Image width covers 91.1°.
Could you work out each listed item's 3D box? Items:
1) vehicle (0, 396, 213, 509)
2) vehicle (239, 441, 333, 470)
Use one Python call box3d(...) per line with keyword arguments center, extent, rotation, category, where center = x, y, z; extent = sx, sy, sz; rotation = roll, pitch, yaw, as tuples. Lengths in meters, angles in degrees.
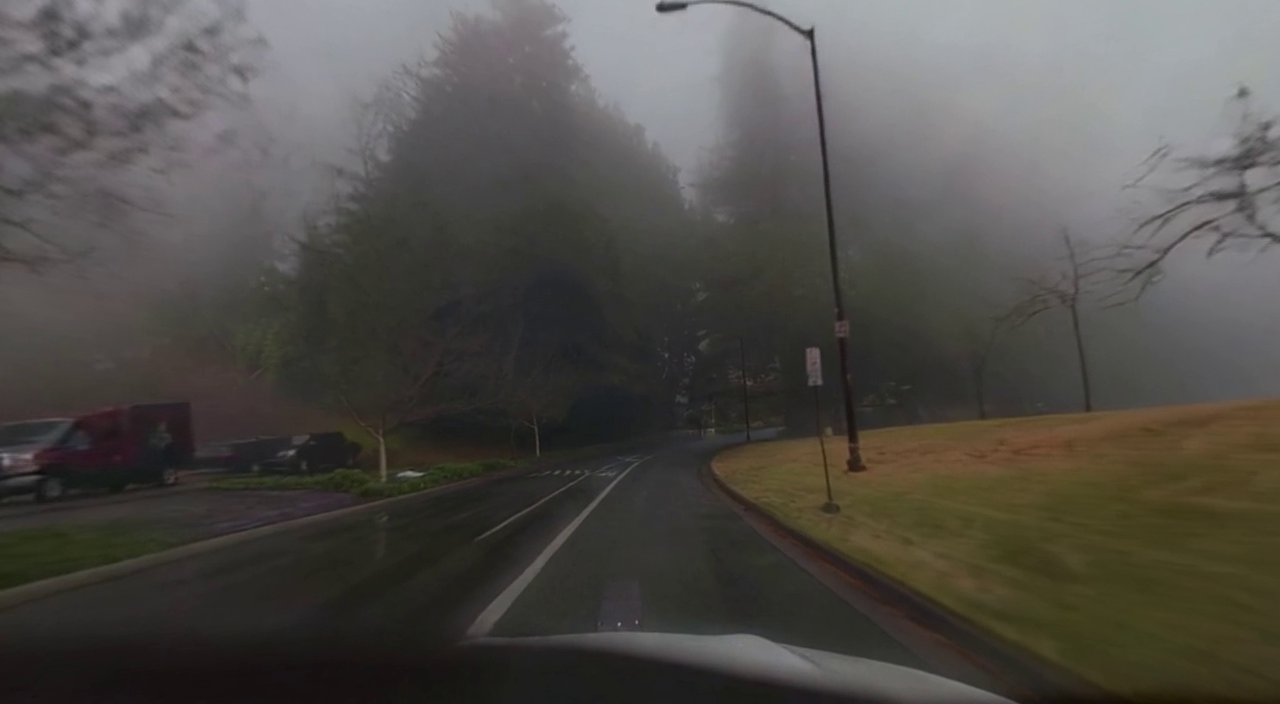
box3d(center=(-18.587, 3.344, 21.680), extent=(2.739, 3.171, 7.030), rotation=(-3, -7, 0), category="vehicle")
box3d(center=(-19.612, 5.724, 34.887), extent=(4.187, 1.510, 1.857), rotation=(7, -11, -39), category="vehicle")
